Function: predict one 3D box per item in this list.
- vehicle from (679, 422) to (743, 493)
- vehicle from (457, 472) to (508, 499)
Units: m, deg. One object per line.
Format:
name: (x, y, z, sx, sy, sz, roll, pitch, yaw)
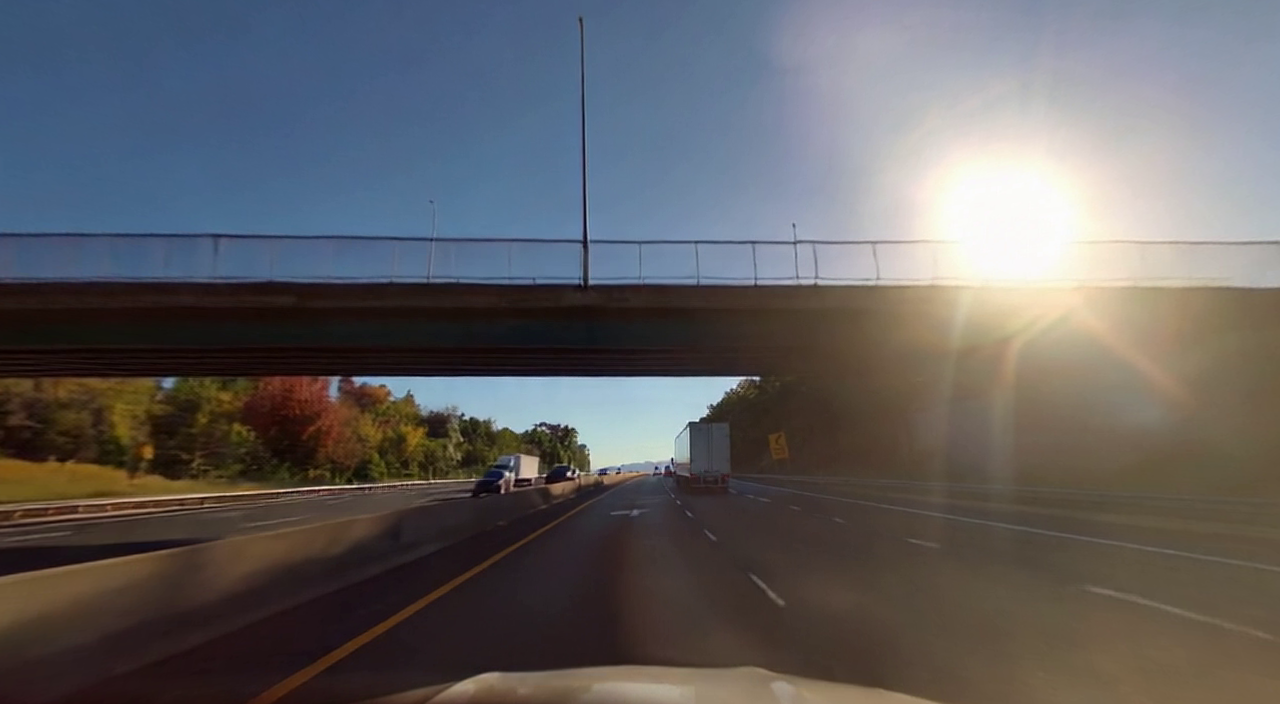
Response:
vehicle: (4.430, 7.139, 42.212, 3.054, 4.005, 11.895, 0, -11, 0)
vehicle: (-9.234, 7.852, 37.234, 1.863, 1.465, 4.034, 0, -11, 1)
